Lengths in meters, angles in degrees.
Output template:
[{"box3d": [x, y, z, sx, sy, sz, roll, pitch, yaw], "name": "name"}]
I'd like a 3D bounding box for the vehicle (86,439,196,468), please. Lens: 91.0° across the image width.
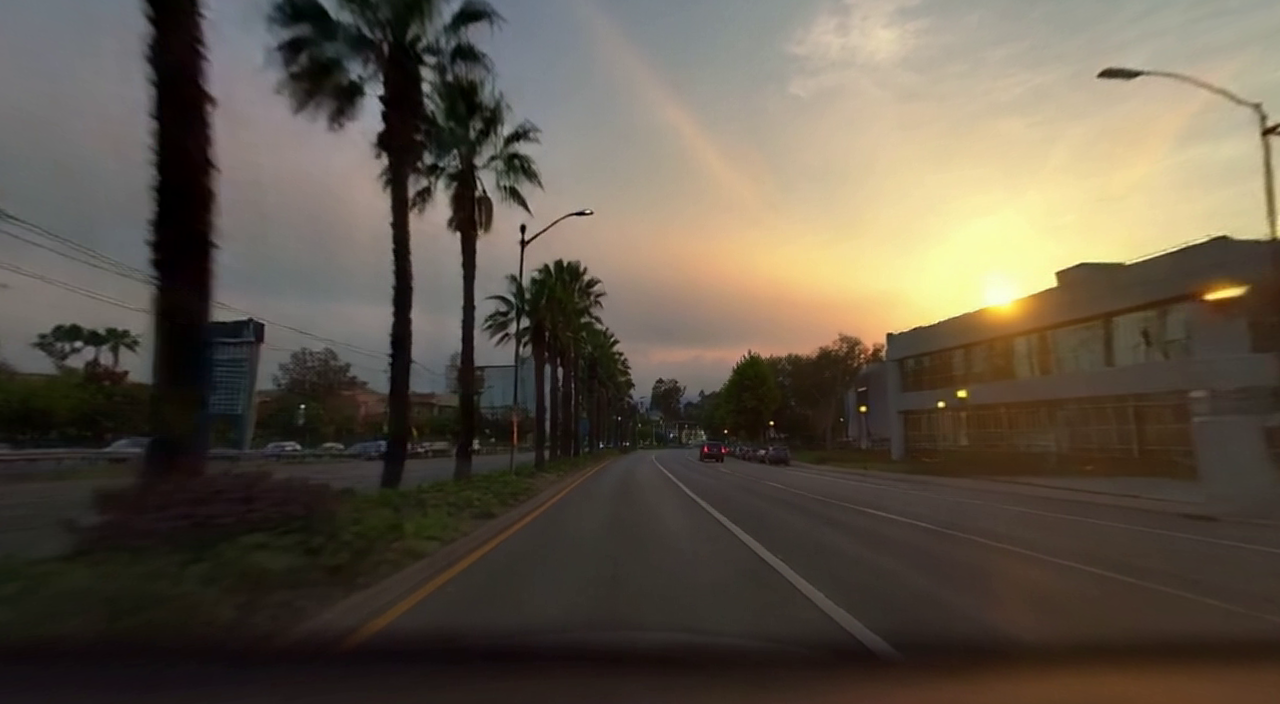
[{"box3d": [-36.074, 7.365, 45.672, 5.711, 2.003, 2.550, 0, -8, -1], "name": "vehicle"}]
